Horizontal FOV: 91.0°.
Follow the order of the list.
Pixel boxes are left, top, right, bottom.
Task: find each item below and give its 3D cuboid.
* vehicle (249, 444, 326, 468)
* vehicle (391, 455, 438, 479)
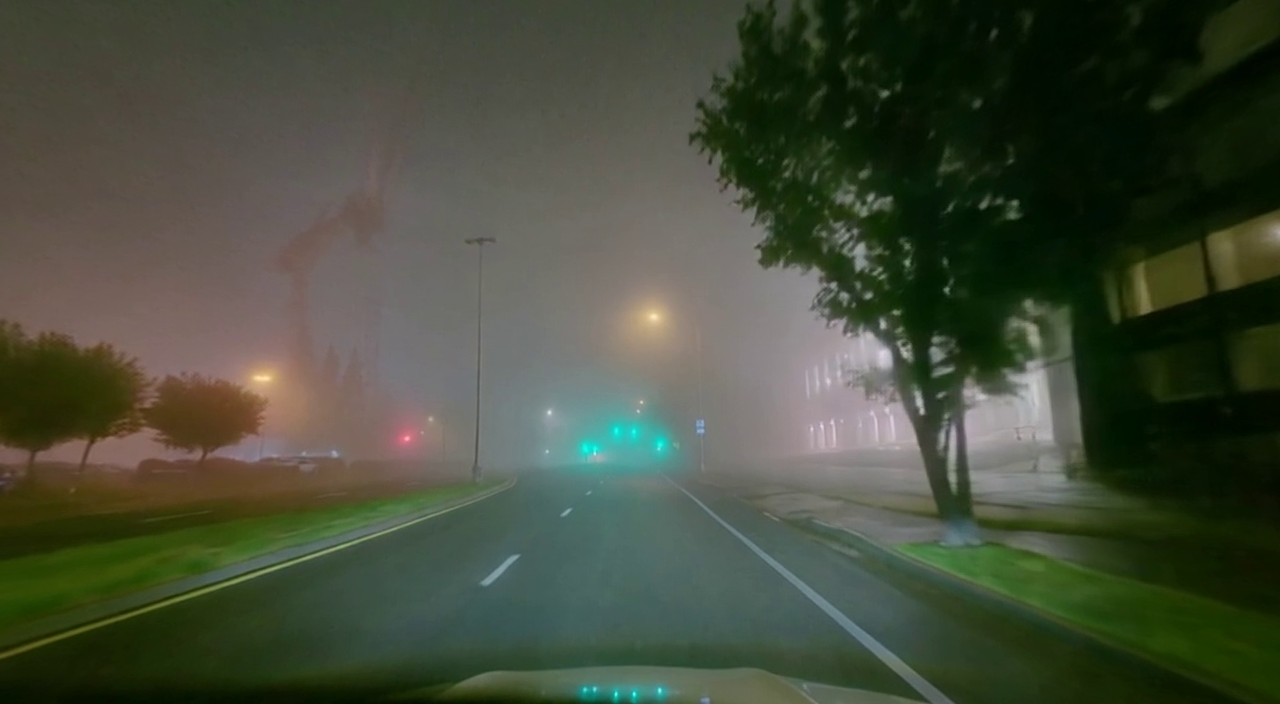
[{"bbox_3d":[-25.598,7.584,45.838,4.308,1.612,1.989,1,-8,0],"label":"vehicle"},{"bbox_3d":[-17.267,8.796,48.377,1.921,1.541,4.541,-1,-8,0],"label":"vehicle"}]
